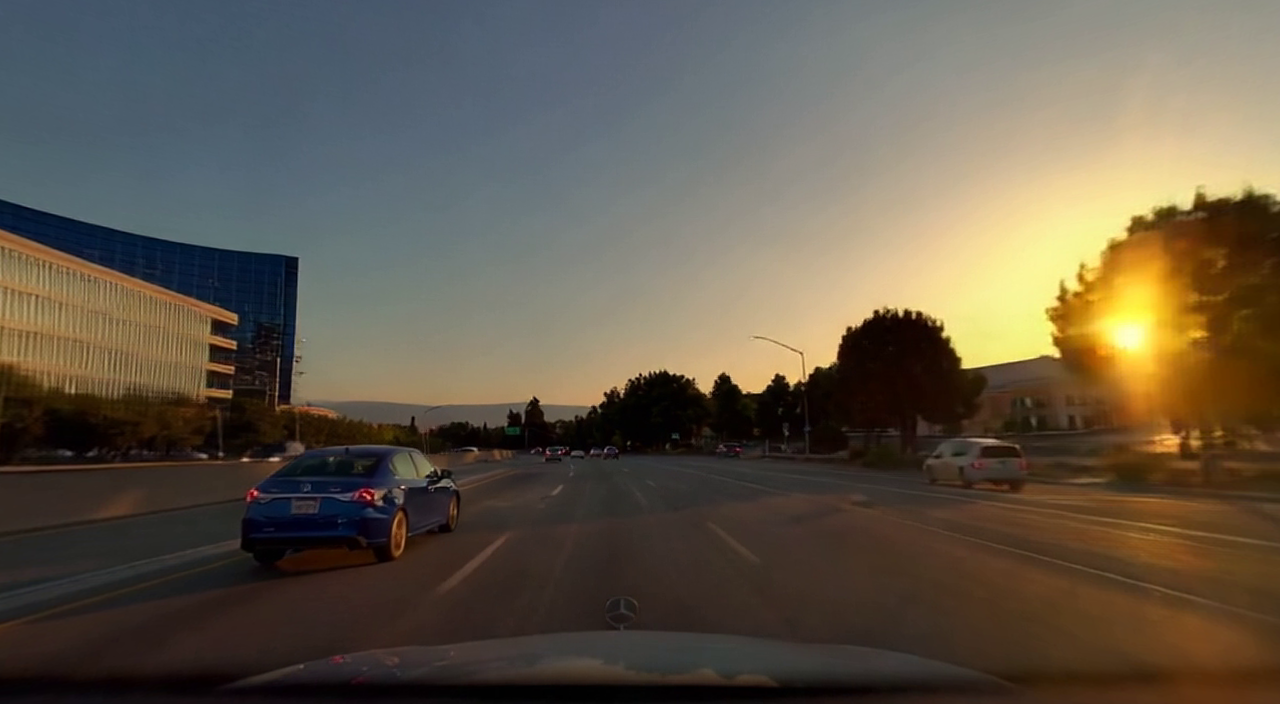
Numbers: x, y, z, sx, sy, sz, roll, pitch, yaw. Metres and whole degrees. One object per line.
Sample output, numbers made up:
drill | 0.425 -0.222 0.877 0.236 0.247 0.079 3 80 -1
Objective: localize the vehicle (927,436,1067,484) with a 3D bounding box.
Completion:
vehicle | 13.216 4.021 23.882 1.983 1.613 5.190 0 -8 -4

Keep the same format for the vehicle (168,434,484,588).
vehicle | -3.599 1.871 8.381 2.018 1.476 4.364 0 -8 -1
